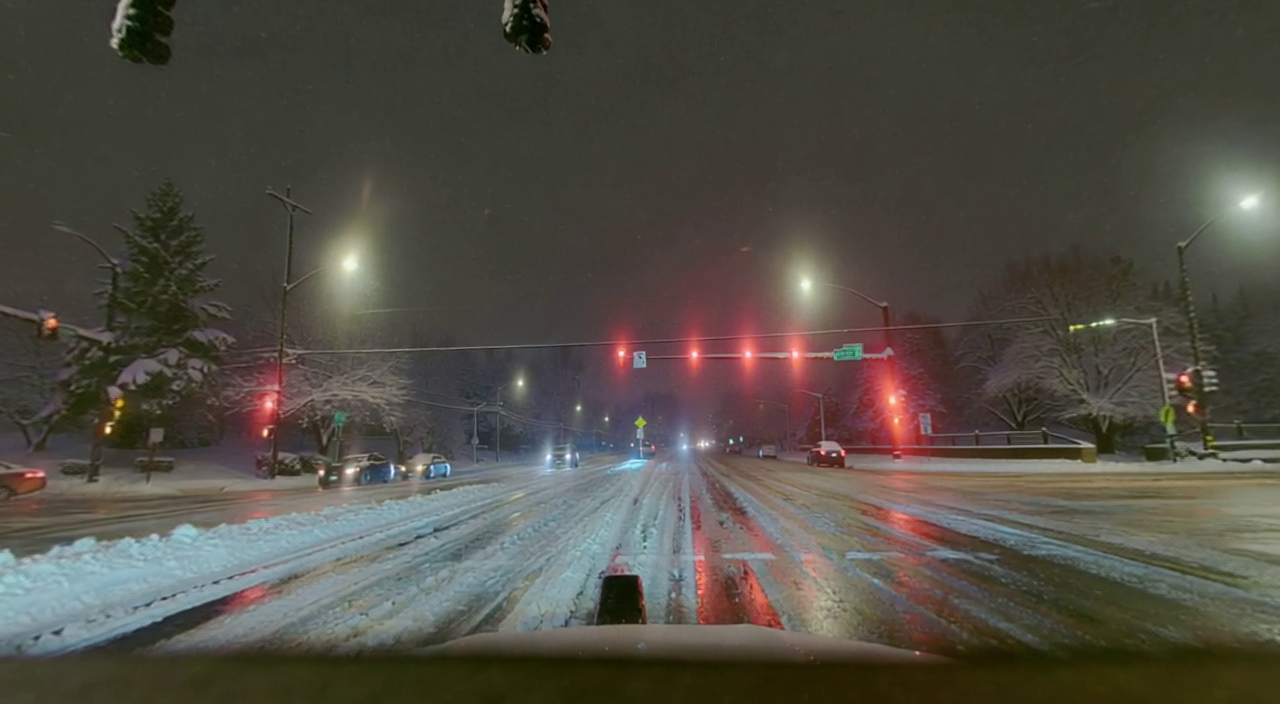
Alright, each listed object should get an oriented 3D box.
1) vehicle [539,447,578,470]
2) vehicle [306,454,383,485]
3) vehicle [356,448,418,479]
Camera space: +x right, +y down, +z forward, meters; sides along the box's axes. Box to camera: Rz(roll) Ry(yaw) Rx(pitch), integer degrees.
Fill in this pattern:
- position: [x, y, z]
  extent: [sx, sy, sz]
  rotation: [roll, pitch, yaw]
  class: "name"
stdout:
- position: [-5.621, 7.435, 43.929]
  extent: [2.154, 1.501, 4.416]
  rotation: [0, -9, 0]
  class: "vehicle"
- position: [-16.095, 6.386, 34.498]
  extent: [2.055, 1.506, 4.663]
  rotation: [0, -9, -1]
  class: "vehicle"
- position: [-16.188, 7.109, 40.434]
  extent: [1.960, 1.819, 5.018]
  rotation: [0, -9, -1]
  class: "vehicle"
